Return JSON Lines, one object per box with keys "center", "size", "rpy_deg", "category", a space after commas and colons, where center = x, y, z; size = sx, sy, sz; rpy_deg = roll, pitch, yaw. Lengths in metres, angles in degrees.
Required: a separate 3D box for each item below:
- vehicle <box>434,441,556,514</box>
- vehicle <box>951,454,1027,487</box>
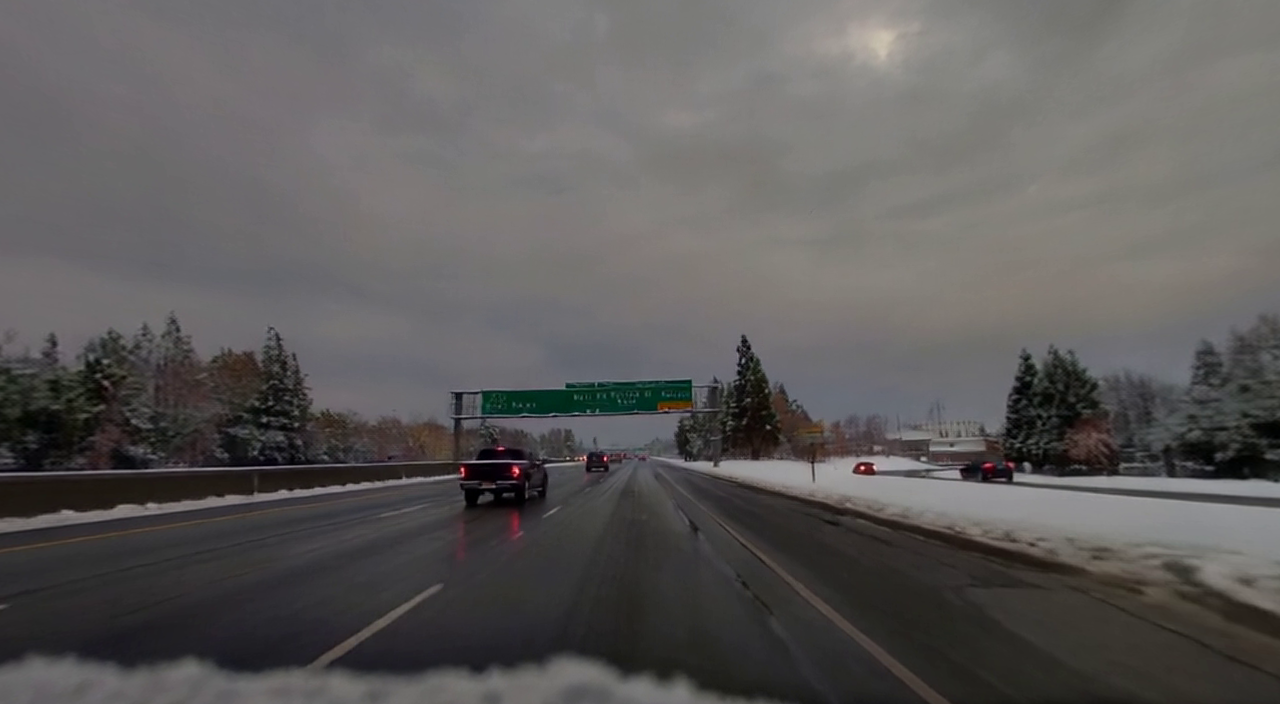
{"center": [-3.825, 3.406, 17.654], "size": [2.162, 1.747, 4.791], "rpy_deg": [0, -9, 1], "category": "vehicle"}
{"center": [21.182, 7.194, 38.514], "size": [2.033, 1.794, 5.116], "rpy_deg": [-1, -9, 5], "category": "vehicle"}
